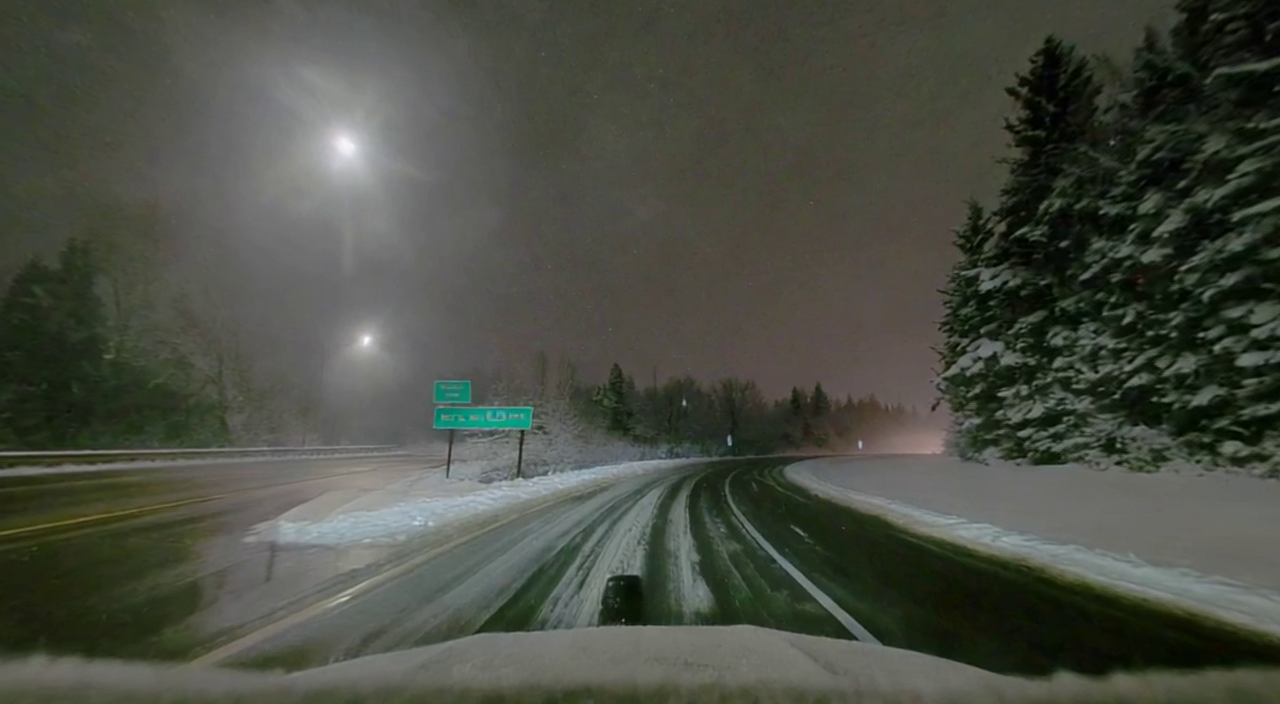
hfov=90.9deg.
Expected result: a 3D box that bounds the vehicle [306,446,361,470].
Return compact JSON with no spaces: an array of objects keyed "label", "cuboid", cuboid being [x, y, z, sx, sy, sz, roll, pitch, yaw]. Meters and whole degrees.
[{"label":"vehicle","cuboid":[-20.594,7.109,42.487,2.044,1.492,4.665,2,-9,-10]}]
